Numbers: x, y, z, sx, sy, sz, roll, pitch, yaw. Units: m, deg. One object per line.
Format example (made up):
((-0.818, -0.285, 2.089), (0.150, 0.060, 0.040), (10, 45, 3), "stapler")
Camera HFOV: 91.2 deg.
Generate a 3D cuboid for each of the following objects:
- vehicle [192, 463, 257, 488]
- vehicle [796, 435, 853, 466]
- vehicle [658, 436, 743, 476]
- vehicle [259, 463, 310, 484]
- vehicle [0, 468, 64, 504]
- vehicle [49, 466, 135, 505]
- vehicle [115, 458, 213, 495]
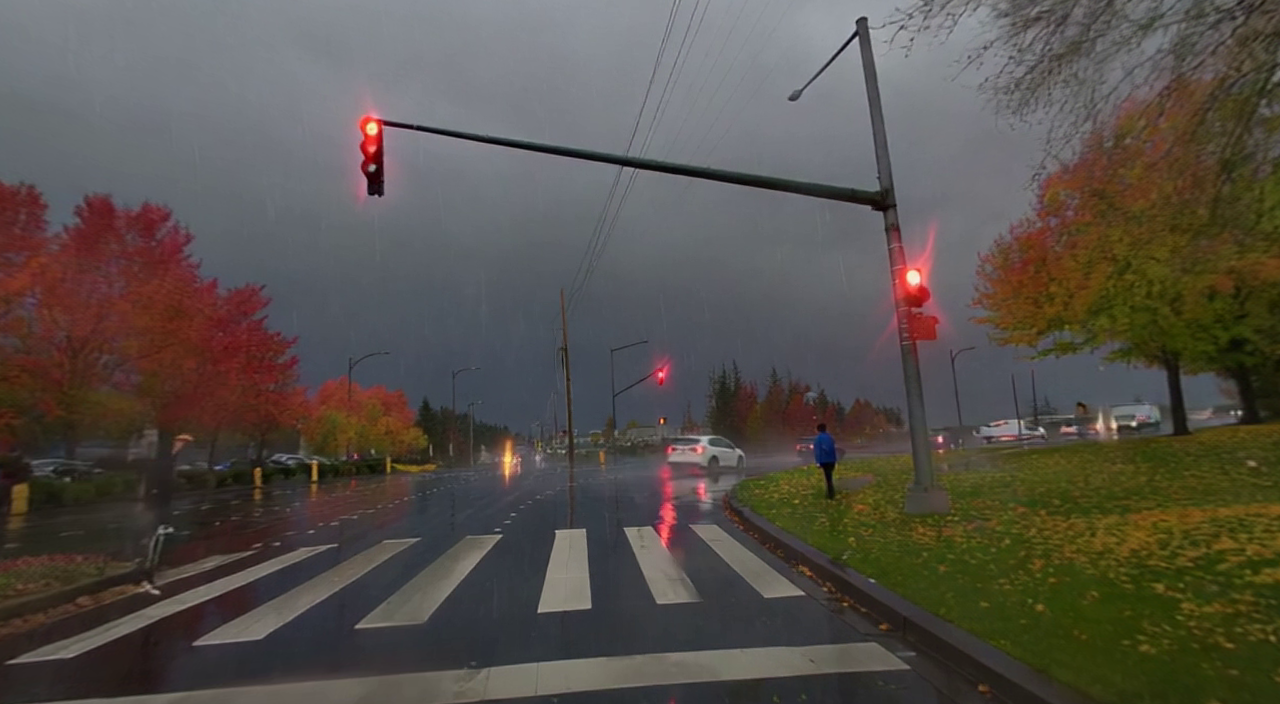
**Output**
((-28.538, 8.474, 43.160), (1.768, 1.465, 3.972), (0, -9, -1), "vehicle")
((12.170, 6.427, 41.110), (1.942, 1.920, 4.263), (-8, -11, 39), "vehicle")
((3.160, 5.209, 31.692), (2.036, 1.849, 4.811), (-7, -11, 36), "vehicle")
((-28.139, 9.587, 49.741), (1.776, 1.452, 3.920), (0, -9, 0), "vehicle")
((-30.327, 6.446, 30.328), (1.800, 1.520, 3.968), (2, -9, -13), "vehicle")
((-25.428, 6.153, 29.249), (1.694, 1.528, 4.225), (3, -9, -23), "vehicle")
((-27.832, 7.272, 36.909), (2.064, 1.913, 5.081), (0, -9, -4), "vehicle")
